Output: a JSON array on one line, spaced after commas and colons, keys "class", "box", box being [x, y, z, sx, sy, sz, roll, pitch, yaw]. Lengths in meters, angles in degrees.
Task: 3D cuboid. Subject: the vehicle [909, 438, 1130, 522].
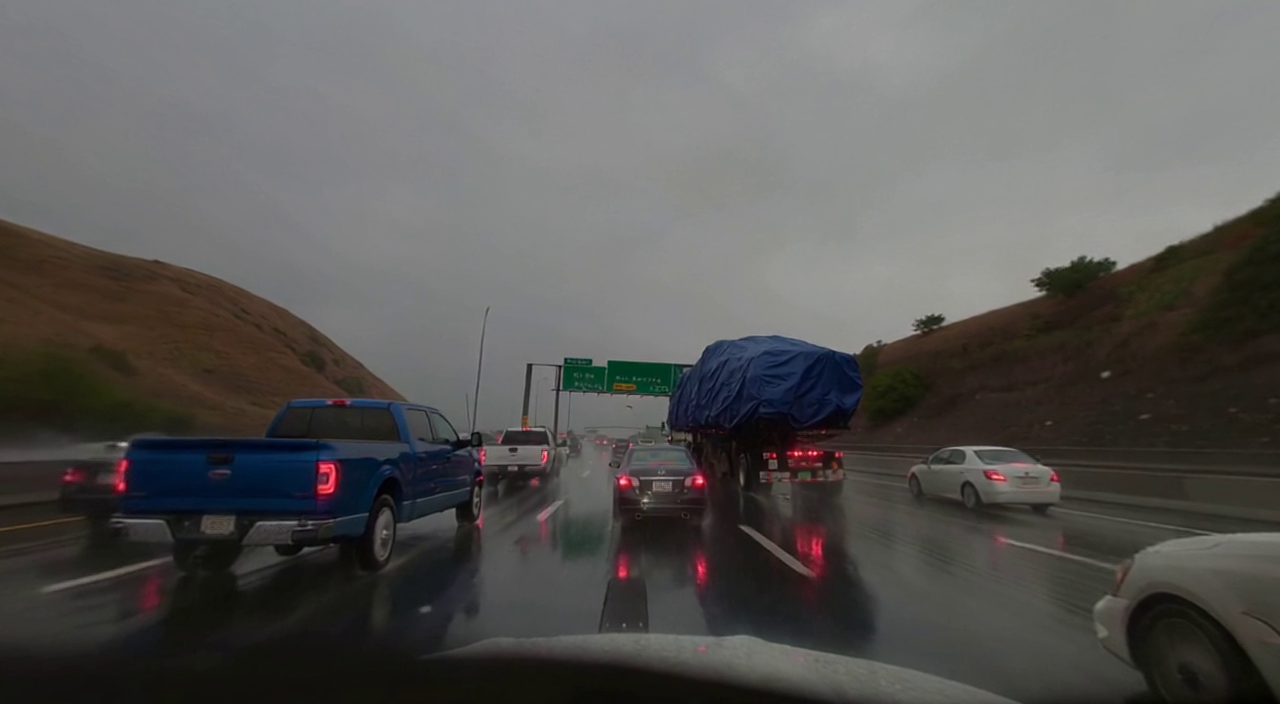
[{"class": "vehicle", "box": [7.783, 2.621, 13.564, 2.092, 1.495, 4.194, 0, -8, 0]}]

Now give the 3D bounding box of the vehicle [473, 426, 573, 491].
[{"class": "vehicle", "box": [-3.573, 3.387, 20.390, 2.348, 1.821, 5.061, 0, -8, -1]}]

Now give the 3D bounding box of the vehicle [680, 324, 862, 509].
[{"class": "vehicle", "box": [3.236, 2.182, 19.525, 2.759, 4.098, 10.906, 0, -8, -3]}]

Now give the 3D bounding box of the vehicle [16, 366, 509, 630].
[{"class": "vehicle", "box": [-3.289, 1.432, 7.307, 2.318, 1.902, 5.374, 0, -8, 1]}]

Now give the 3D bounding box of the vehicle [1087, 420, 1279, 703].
[{"class": "vehicle", "box": [3.579, 0.800, 1.102, 2.169, 1.447, 4.817, 0, -8, 2]}]

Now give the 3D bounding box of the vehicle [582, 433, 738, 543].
[{"class": "vehicle", "box": [0.232, 2.128, 10.567, 2.105, 1.471, 3.978, 0, -8, -1]}]
